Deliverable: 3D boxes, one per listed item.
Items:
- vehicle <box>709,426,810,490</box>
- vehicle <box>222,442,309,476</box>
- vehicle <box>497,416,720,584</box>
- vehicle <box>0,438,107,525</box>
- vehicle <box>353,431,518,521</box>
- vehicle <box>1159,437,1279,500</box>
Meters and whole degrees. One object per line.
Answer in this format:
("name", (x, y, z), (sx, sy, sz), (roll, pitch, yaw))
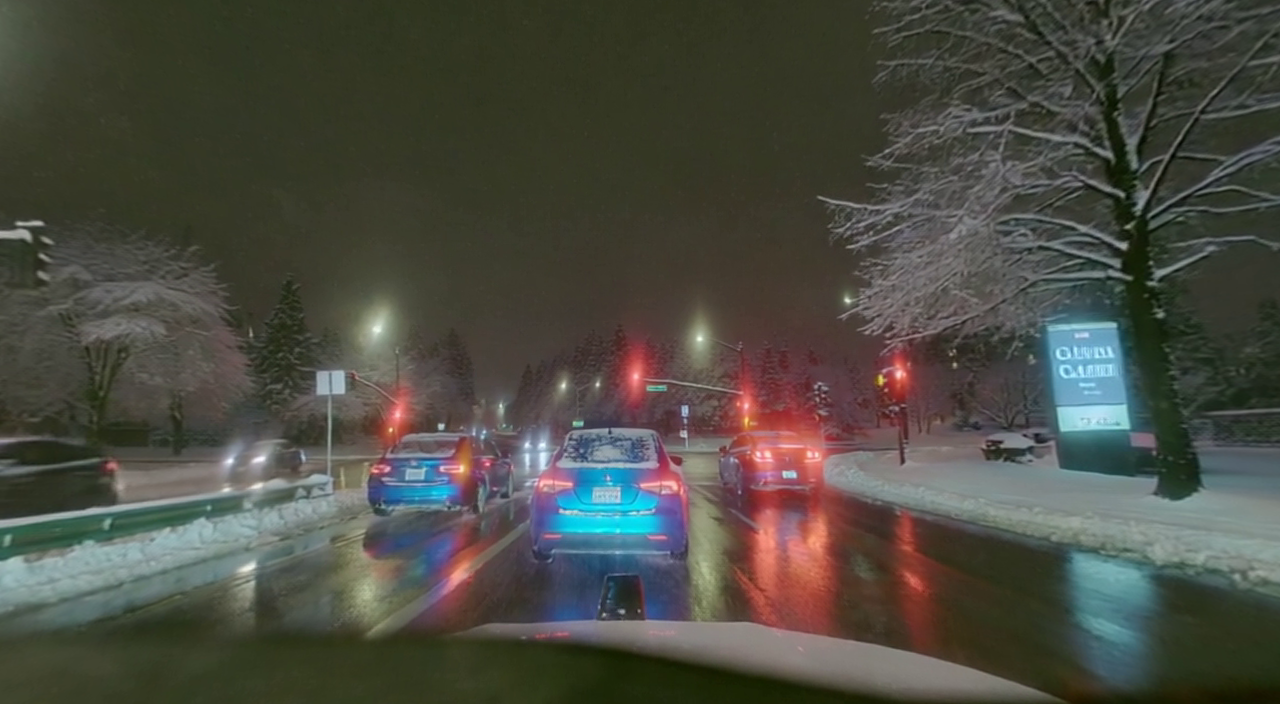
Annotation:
("vehicle", (3.418, 3.131, 18.919), (2.028, 1.678, 4.220), (0, -8, -2))
("vehicle", (-20.274, 5.781, 34.489), (1.982, 1.712, 4.511), (0, -8, 0))
("vehicle", (-0.380, 1.673, 7.987), (2.045, 1.533, 4.183), (0, -8, -3))
("vehicle", (-12.705, 2.400, 11.725), (1.954, 1.583, 4.175), (0, -8, 0))
("vehicle", (-3.706, 2.312, 12.272), (1.998, 1.452, 3.773), (0, -8, -1))
("vehicle", (14.941, 2.825, 15.216), (3.339, 1.355, 1.592), (1, -9, 11))
